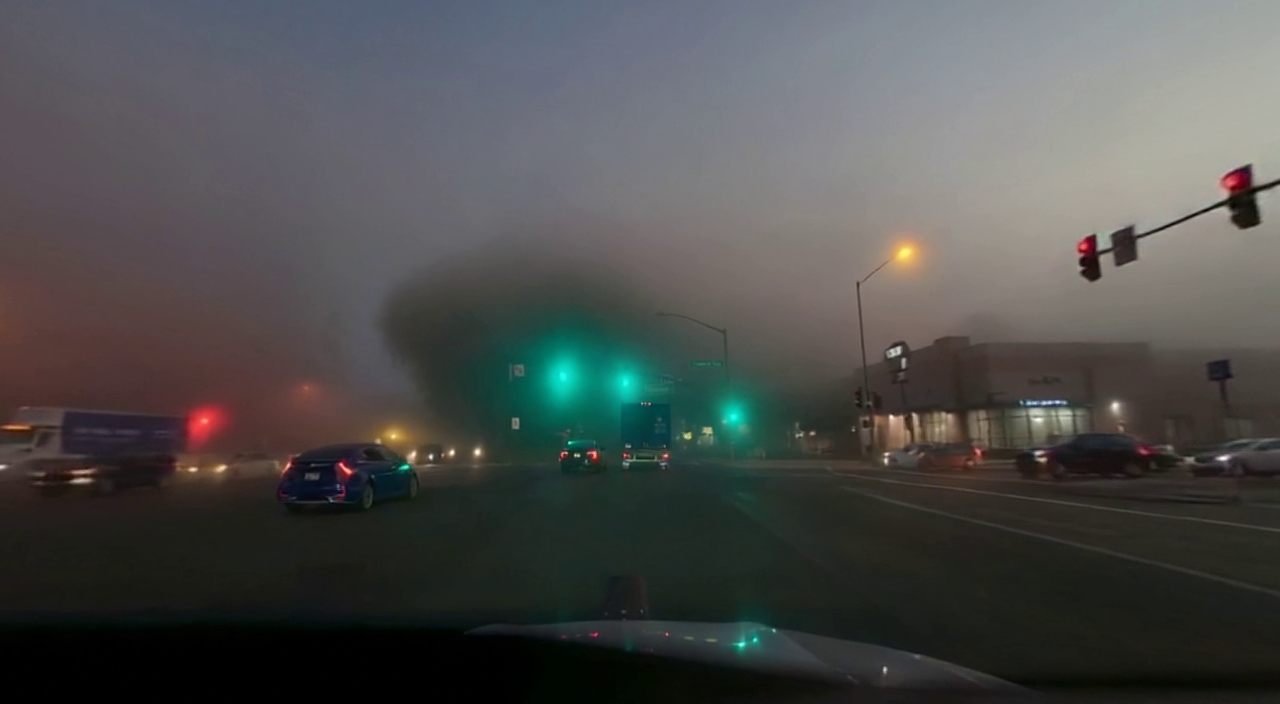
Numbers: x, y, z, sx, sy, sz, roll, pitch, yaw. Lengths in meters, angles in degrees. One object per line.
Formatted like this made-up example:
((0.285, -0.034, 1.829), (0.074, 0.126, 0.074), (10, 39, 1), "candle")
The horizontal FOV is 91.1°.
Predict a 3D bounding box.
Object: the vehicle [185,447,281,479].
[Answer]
((-21.225, 5.785, 33.018), (1.938, 1.503, 4.651), (0, -8, 0), "vehicle")

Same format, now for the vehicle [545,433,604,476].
((-2.970, 4.767, 29.527), (2.178, 1.826, 4.933), (0, -8, 1), "vehicle")

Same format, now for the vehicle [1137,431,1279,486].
((19.388, 3.387, 20.277), (4.831, 1.529, 1.966), (-3, -10, 0), "vehicle")

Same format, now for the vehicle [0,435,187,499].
((-17.852, 3.653, 20.498), (2.106, 1.802, 5.247), (0, -8, 1), "vehicle")

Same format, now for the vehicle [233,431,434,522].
((-6.376, 2.623, 13.847), (2.045, 1.630, 4.680), (0, -8, 0), "vehicle")

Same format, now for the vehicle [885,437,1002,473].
((14.641, 5.021, 30.490), (4.568, 1.485, 1.936), (-2, -11, 0), "vehicle")

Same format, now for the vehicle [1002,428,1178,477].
((16.875, 3.795, 23.742), (5.039, 1.744, 2.043), (0, -9, 0), "vehicle")

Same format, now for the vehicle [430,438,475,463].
((-14.769, 7.831, 49.657), (2.040, 1.745, 4.899), (-3, -10, 1), "vehicle")

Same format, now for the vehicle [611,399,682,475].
((0.289, 4.104, 30.078), (2.993, 3.235, 6.692), (0, -8, 0), "vehicle")
